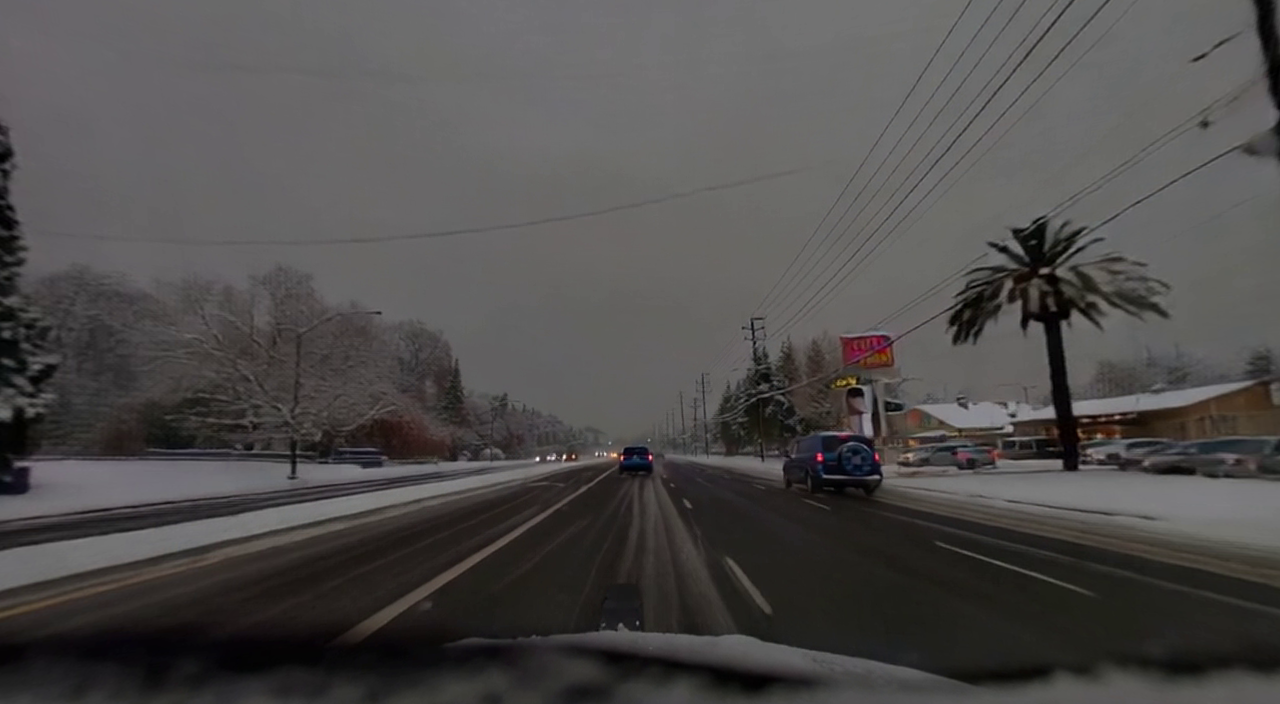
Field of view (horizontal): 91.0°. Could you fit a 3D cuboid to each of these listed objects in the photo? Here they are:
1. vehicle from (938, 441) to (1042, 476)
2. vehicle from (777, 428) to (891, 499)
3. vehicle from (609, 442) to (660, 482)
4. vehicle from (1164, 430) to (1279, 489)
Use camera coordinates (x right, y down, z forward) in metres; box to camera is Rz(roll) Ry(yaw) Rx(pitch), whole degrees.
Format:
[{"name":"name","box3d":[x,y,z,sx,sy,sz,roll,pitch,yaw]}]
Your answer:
[{"name":"vehicle","box3d":[17.718,5.398,32.026,4.008,1.432,1.913,-4,-9,0]},{"name":"vehicle","box3d":[5.868,3.427,19.691,2.107,1.928,4.471,0,-9,0]},{"name":"vehicle","box3d":[-0.242,4.957,28.673,2.138,1.672,4.168,0,-9,0]},{"name":"vehicle","box3d":[18.115,3.060,18.091,4.075,1.575,2.171,-1,-9,1]}]
